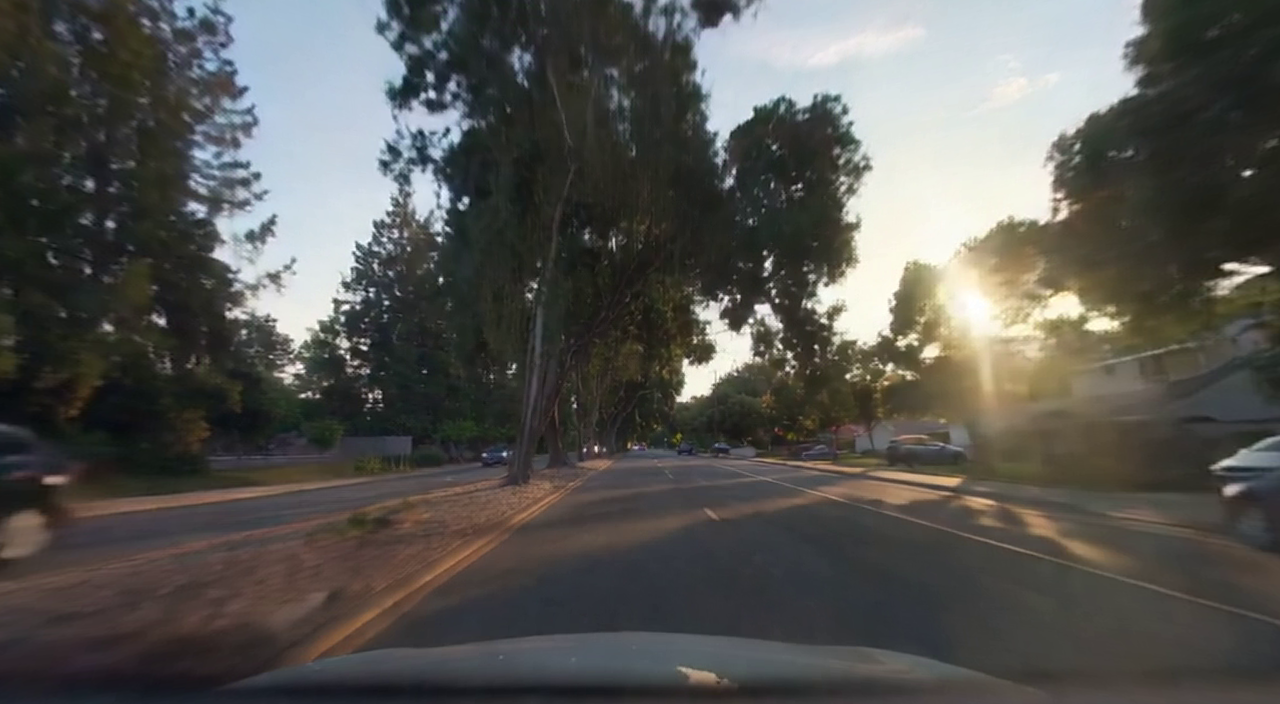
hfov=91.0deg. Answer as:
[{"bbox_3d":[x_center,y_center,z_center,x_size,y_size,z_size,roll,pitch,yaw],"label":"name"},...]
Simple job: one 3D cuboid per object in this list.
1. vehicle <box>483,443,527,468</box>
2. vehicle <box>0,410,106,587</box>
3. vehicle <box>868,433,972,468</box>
[{"bbox_3d":[-9.585,7.372,45.100,2.000,1.728,4.587,-1,-8,2],"label":"vehicle"},{"bbox_3d":[-7.675,1.364,5.313,2.019,1.819,4.897,-1,-8,0],"label":"vehicle"},{"bbox_3d":[14.364,5.047,32.437,4.386,1.711,1.929,0,-8,0],"label":"vehicle"}]
